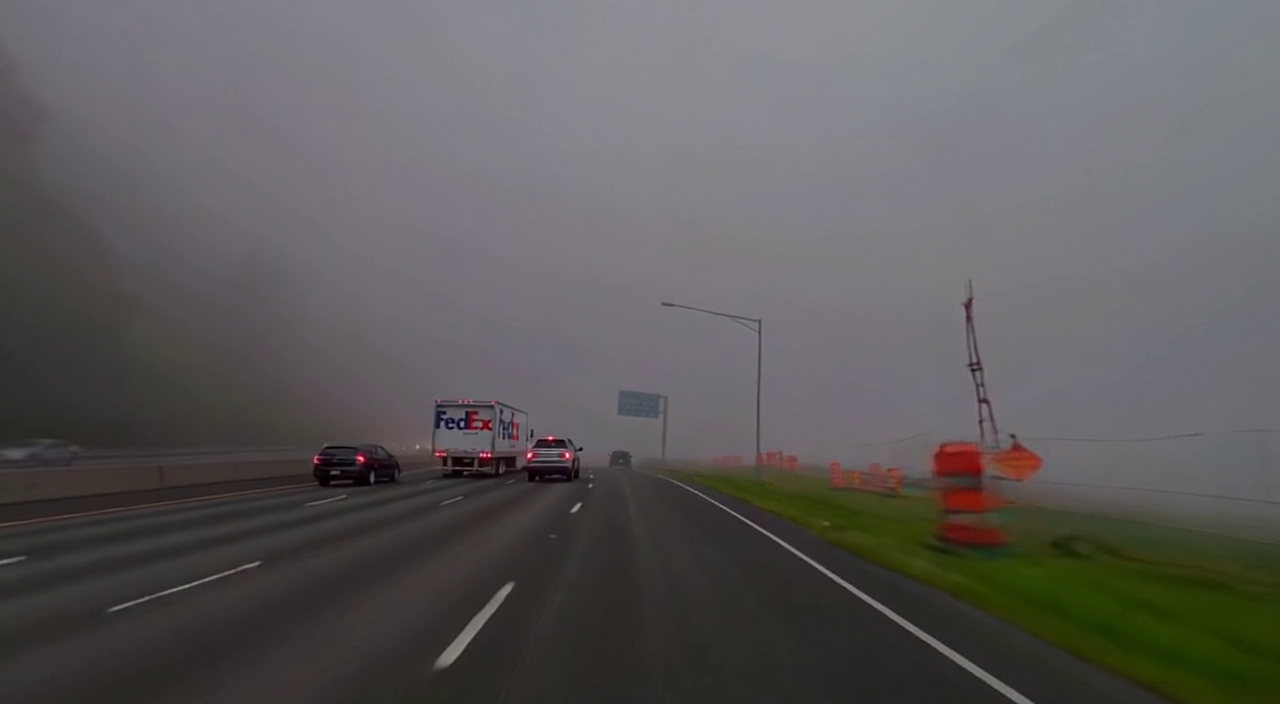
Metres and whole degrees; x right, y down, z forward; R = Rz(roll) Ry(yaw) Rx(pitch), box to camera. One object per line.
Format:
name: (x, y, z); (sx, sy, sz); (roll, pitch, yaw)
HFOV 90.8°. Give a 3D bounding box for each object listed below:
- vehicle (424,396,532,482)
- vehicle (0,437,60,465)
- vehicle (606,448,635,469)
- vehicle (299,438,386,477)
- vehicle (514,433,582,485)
vehicle: (-6.935, 4.002, 28.561); (2.870, 3.266, 8.589); (0, -9, -2)
vehicle: (-34.458, 5.398, 34.317); (1.768, 1.461, 4.487); (0, -9, -4)
vehicle: (-1.470, 7.846, 46.656); (2.043, 1.489, 3.839); (0, -9, -3)
vehicle: (-13.818, 4.914, 29.639); (2.018, 1.668, 4.409); (0, -9, -2)
vehicle: (-3.604, 4.313, 25.588); (2.170, 1.886, 4.628); (0, -9, -1)
